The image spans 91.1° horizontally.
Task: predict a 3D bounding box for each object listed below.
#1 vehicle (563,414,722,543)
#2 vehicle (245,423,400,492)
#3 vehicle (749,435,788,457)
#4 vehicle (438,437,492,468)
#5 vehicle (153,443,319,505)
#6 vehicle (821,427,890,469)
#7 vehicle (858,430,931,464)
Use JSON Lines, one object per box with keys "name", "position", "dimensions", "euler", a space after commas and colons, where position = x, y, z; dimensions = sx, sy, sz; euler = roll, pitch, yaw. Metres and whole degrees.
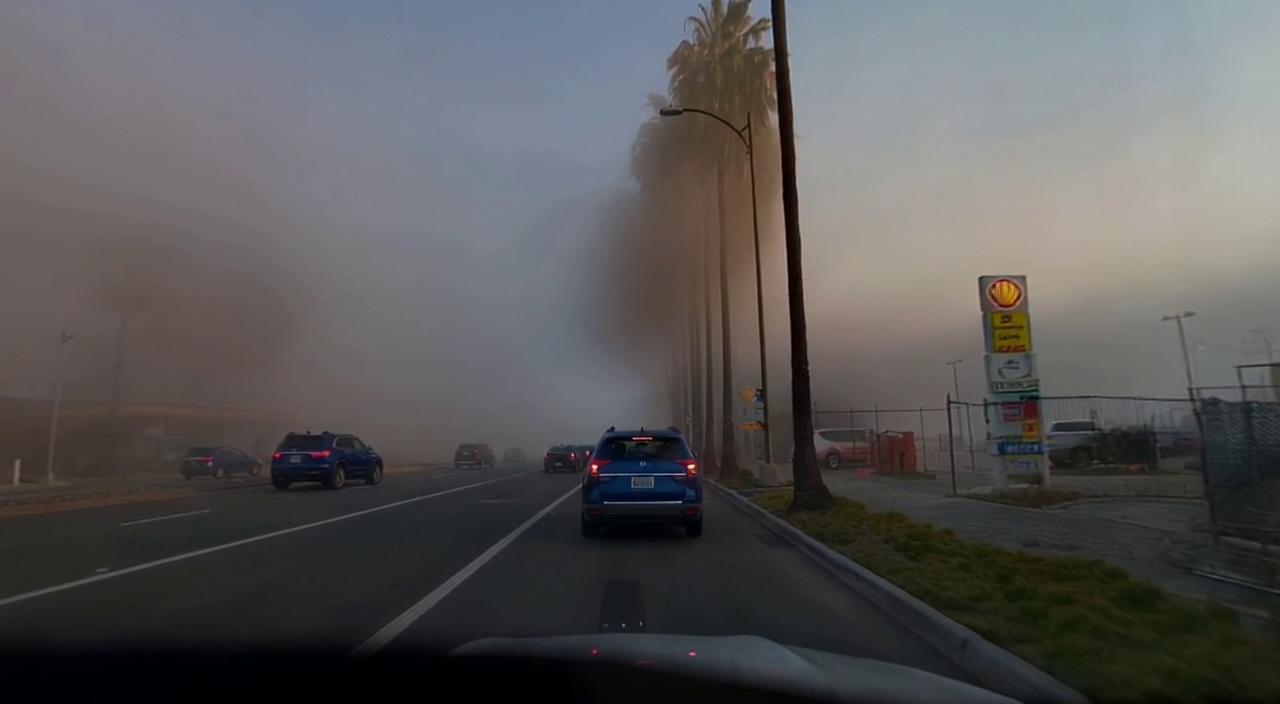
{"name": "vehicle", "position": [0.058, 1.991, 10.413], "dimensions": [2.121, 1.710, 3.893], "euler": [0, -9, 1]}
{"name": "vehicle", "position": [-10.067, 3.395, 20.556], "dimensions": [2.269, 1.934, 5.350], "euler": [0, -9, 0]}
{"name": "vehicle", "position": [9.151, 6.755, 45.019], "dimensions": [1.929, 1.496, 4.245], "euler": [0, -9, 1]}
{"name": "vehicle", "position": [-10.549, 6.090, 38.112], "dimensions": [1.965, 1.743, 4.327], "euler": [0, -9, 1]}
{"name": "vehicle", "position": [-10.065, 3.029, 16.018], "dimensions": [1.924, 1.384, 3.426], "euler": [0, -9, 0]}
{"name": "vehicle", "position": [8.255, 3.635, 23.813], "dimensions": [1.837, 1.416, 3.947], "euler": [-4, -10, 27]}
{"name": "vehicle", "position": [12.067, 4.546, 30.045], "dimensions": [1.681, 1.503, 3.781], "euler": [0, -9, -3]}
